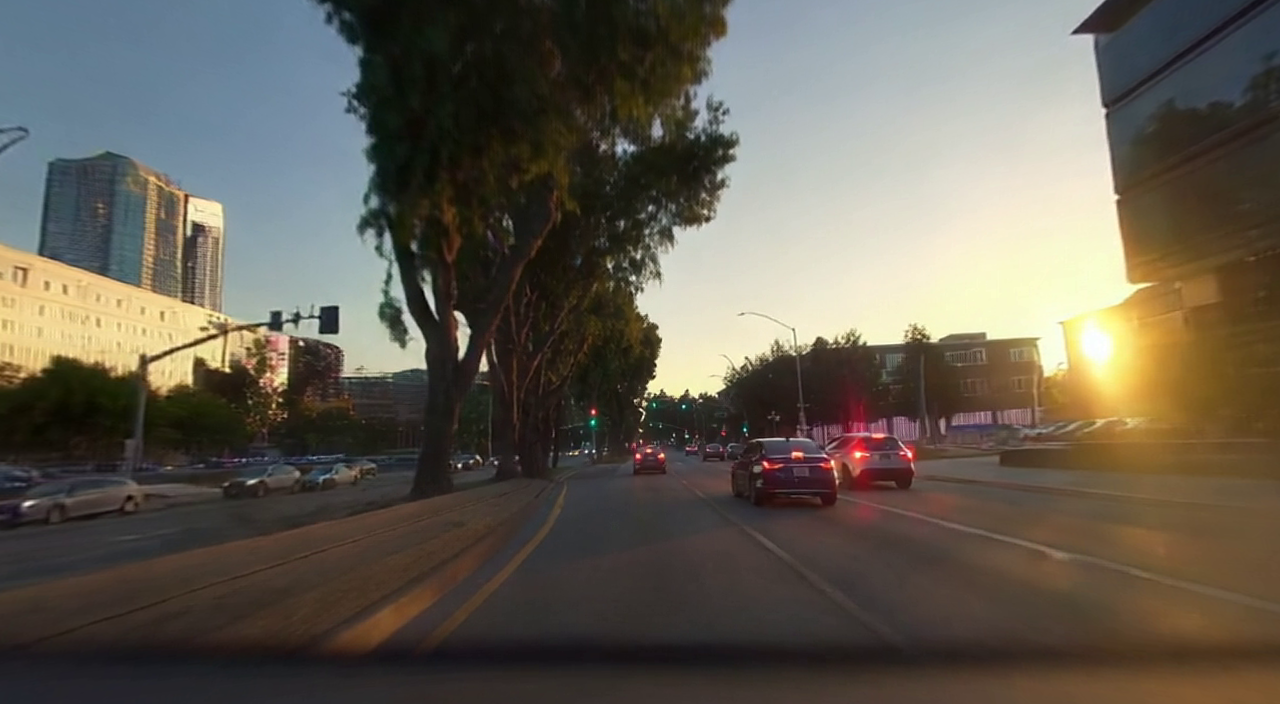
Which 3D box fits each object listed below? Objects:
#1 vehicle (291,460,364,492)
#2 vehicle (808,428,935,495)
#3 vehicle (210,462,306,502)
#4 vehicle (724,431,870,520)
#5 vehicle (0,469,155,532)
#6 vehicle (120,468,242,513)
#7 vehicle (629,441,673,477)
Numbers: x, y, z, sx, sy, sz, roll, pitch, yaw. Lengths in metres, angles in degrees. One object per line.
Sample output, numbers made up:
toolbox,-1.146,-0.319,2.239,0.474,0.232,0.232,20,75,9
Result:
vehicle,-18.545,7.344,37.662,1.956,1.647,4.643,0,-8,1
vehicle,6.858,3.283,19.305,1.963,1.783,4.722,0,-8,-1
vehicle,-18.762,6.358,31.234,2.049,1.678,4.376,0,-8,-1
vehicle,3.170,2.588,13.855,1.931,1.591,4.708,0,-8,-1
vehicle,-18.617,4.731,20.570,1.853,1.614,4.514,-1,-8,2
vehicle,-18.627,5.598,25.839,1.786,1.523,4.309,0,-8,-1
vehicle,0.488,5.382,31.994,2.125,1.669,3.880,0,-8,-1
